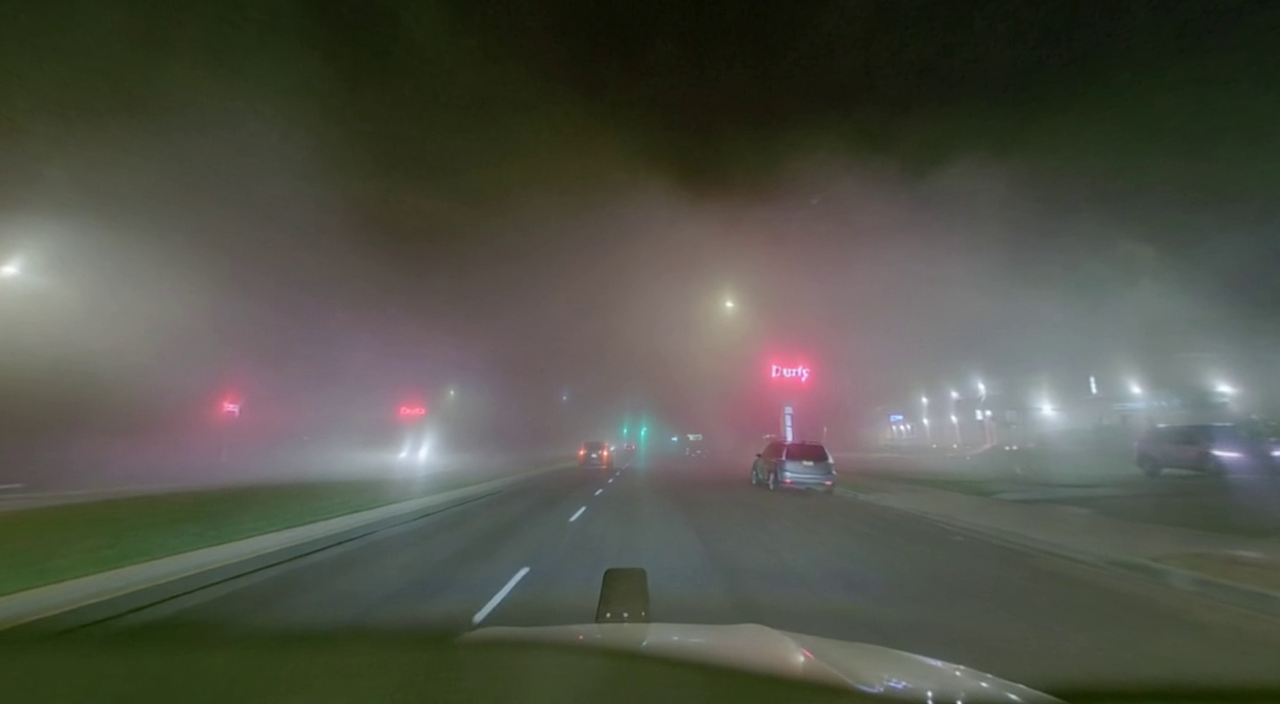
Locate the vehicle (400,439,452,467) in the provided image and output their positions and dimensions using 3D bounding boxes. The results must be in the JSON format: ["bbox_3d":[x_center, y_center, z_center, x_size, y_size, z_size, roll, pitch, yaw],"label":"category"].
[{"bbox_3d":[-14.367,6.776,42.507,1.973,1.742,4.024,0,-8,1],"label":"vehicle"}]

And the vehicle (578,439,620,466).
[{"bbox_3d":[-2.449,6.146,38.648,2.176,1.543,4.335,0,-8,1],"label":"vehicle"}]

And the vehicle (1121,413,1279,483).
[{"bbox_3d":[15.828,2.536,16.740,2.259,1.602,4.606,0,-8,-4],"label":"vehicle"}]

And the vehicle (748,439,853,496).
[{"bbox_3d":[4.631,3.379,18.897,2.025,1.500,4.465,0,-8,1],"label":"vehicle"}]
